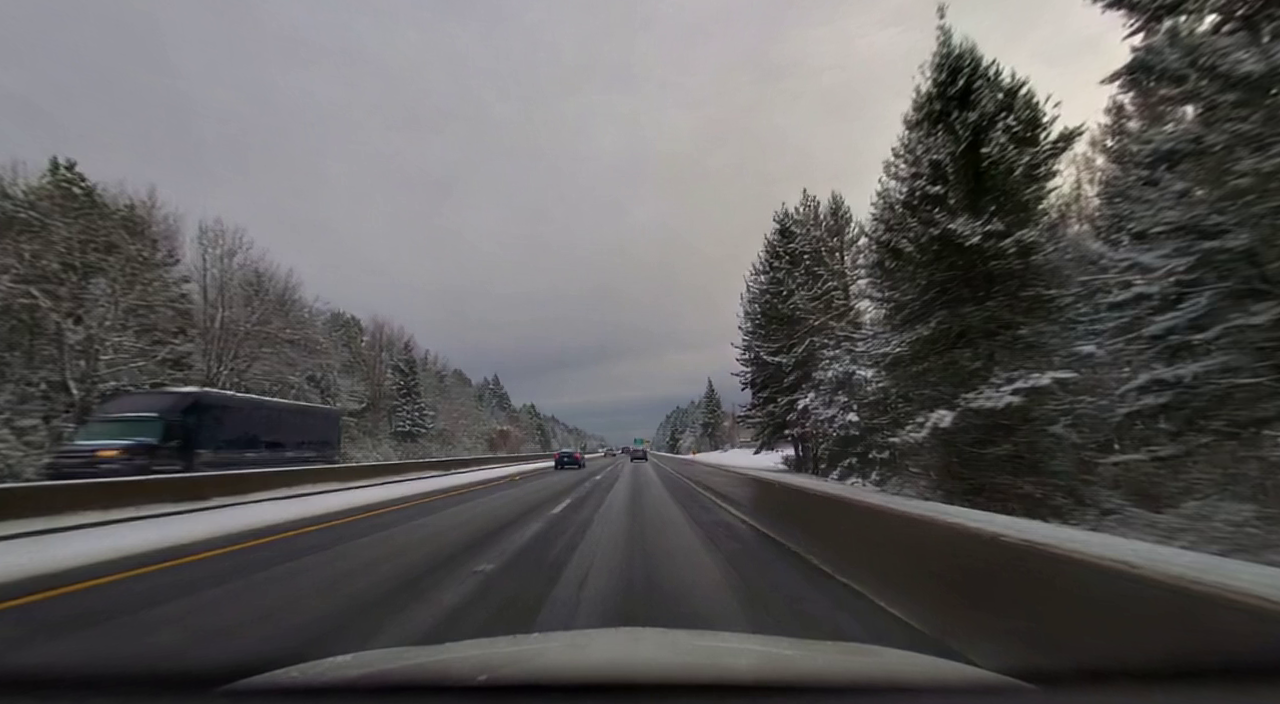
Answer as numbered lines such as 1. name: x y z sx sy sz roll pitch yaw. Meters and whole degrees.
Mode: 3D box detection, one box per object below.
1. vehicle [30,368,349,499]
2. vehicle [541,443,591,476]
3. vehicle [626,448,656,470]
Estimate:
1. vehicle: -16.814 3.495 26.128 2.854 3.933 14.220 0 -9 -1
2. vehicle: -3.888 5.756 33.963 2.182 1.629 4.263 0 -9 0
3. vehicle: 0.088 7.605 45.193 2.046 1.452 4.407 0 -9 0
